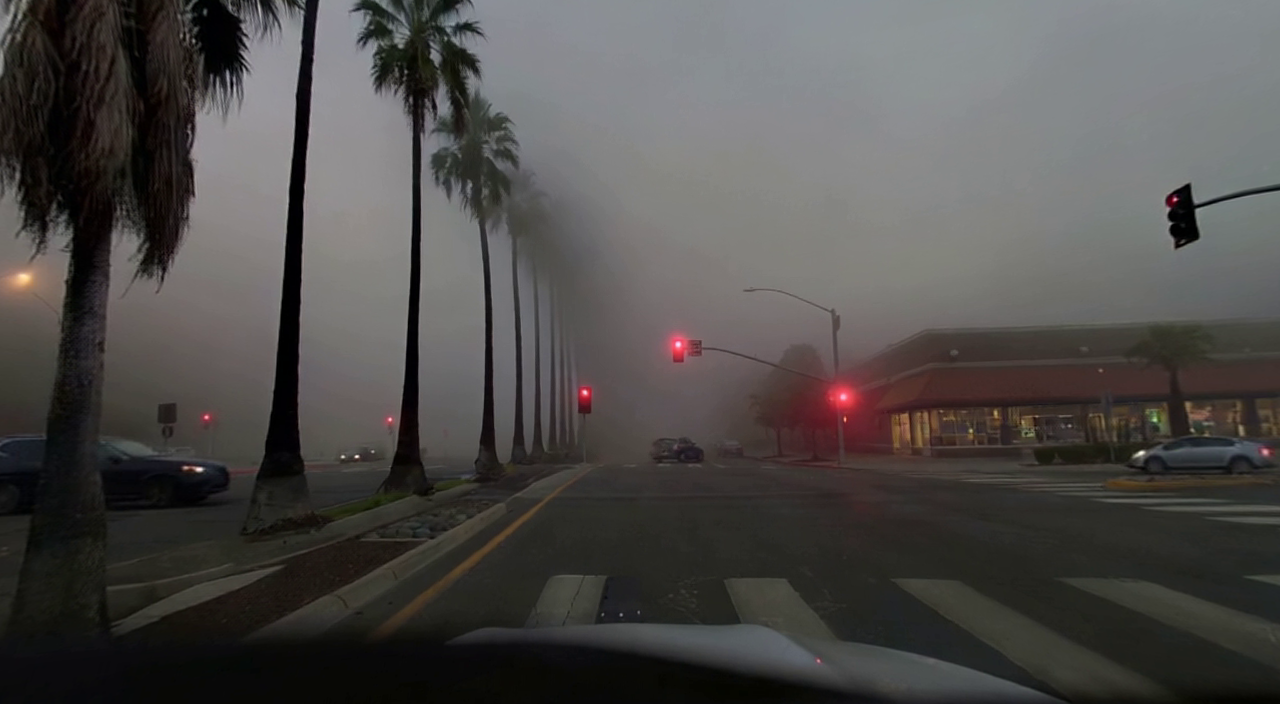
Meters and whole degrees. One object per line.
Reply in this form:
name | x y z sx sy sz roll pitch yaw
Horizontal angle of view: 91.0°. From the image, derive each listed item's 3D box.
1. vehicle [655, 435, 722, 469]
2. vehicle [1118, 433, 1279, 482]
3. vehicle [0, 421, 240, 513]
vehicle | 2.639 5.256 33.273 1.999 1.653 4.603 -4 -9 25
vehicle | 21.648 4.015 24.126 4.722 1.717 2.000 -2 -9 15
vehicle | -13.093 2.664 14.850 5.619 1.951 2.321 0 -8 -3
